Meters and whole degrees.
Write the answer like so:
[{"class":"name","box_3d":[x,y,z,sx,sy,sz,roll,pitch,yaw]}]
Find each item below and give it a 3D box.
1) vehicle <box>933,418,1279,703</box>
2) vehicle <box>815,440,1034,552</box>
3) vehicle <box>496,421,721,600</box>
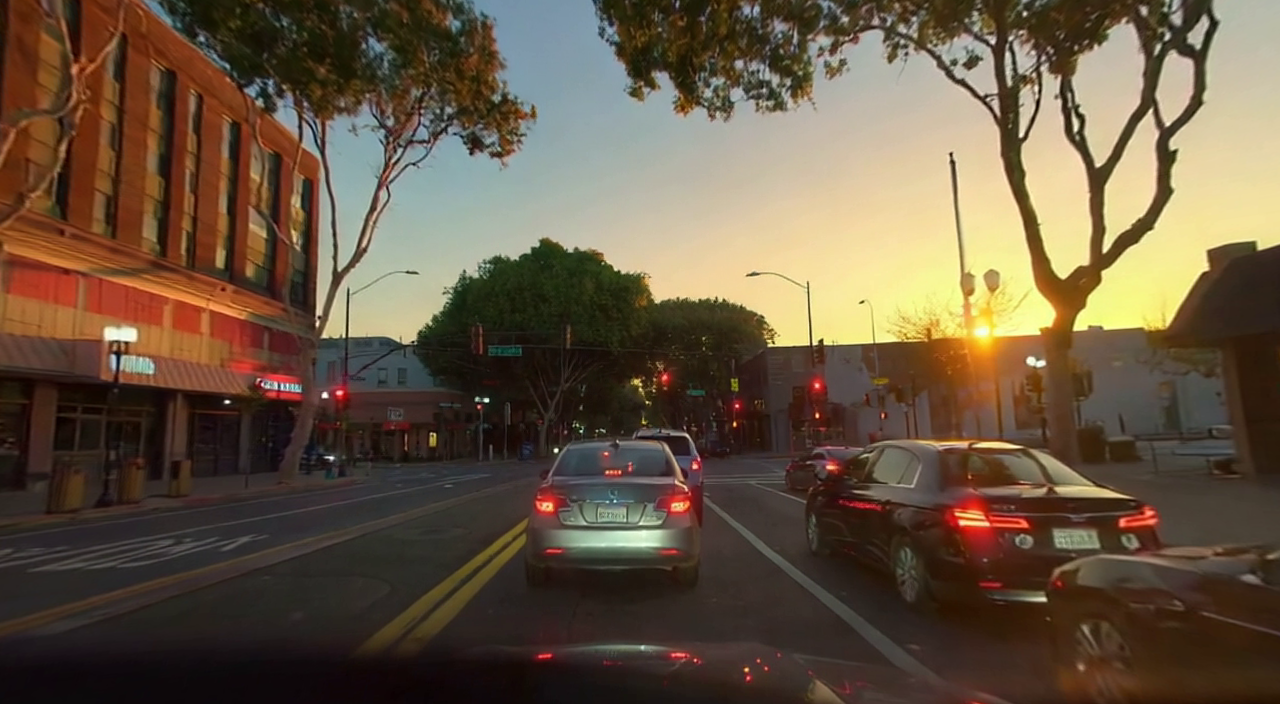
[{"class":"vehicle","box_3d":[3.195,0.979,2.192,2.006,1.496,4.767,0,-9,-1]},{"class":"vehicle","box_3d":[4.543,2.323,11.012,1.912,1.505,4.618,-1,-8,3]},{"class":"vehicle","box_3d":[-0.268,1.613,7.233,1.888,1.489,3.703,0,-8,0]}]
